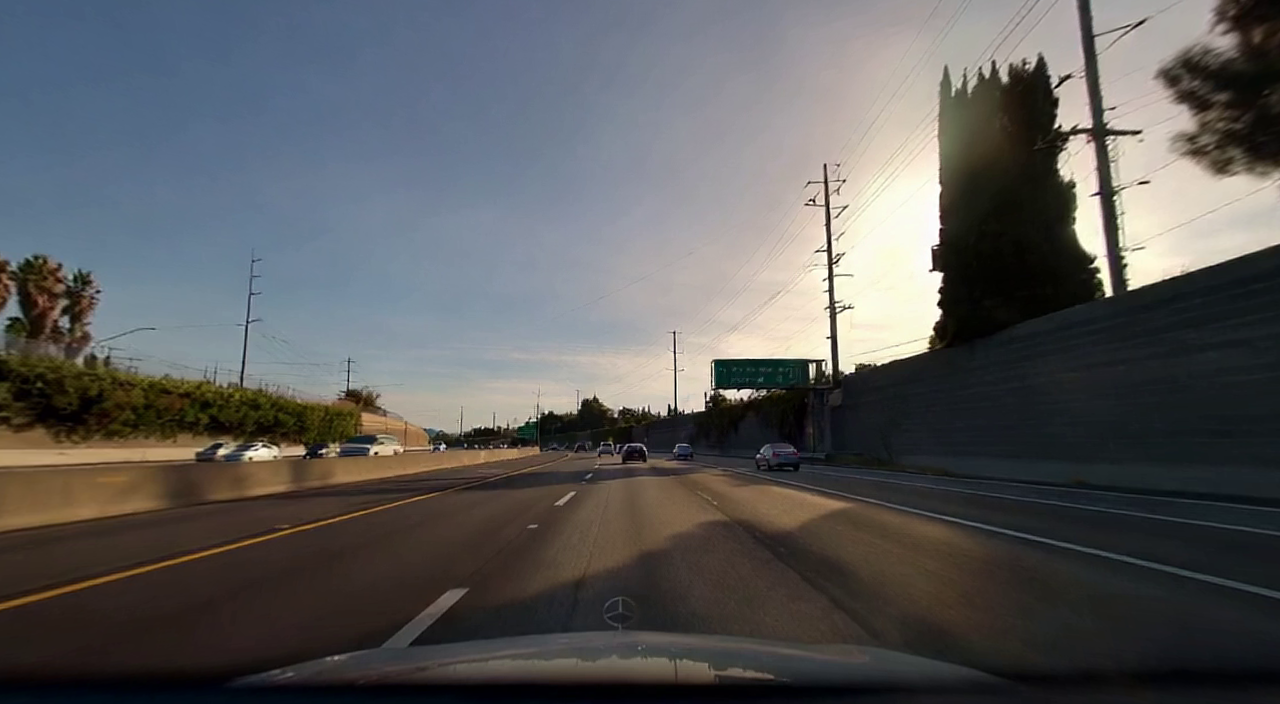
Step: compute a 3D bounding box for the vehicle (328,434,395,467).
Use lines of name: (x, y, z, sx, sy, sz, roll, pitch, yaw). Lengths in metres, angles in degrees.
vehicle: (-17.039, 6.049, 38.990, 2.151, 1.858, 4.785, 0, -8, -3)

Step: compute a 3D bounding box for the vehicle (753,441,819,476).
vehicle: (6.630, 4.868, 29.204, 1.876, 1.451, 4.154, 0, -8, -3)

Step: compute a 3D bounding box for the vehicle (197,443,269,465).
vehicle: (-29.228, 7.321, 45.665, 2.054, 1.504, 4.830, 0, -8, -1)

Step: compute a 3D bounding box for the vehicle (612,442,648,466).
vehicle: (-0.721, 6.518, 40.569, 2.109, 1.489, 4.027, 0, -8, -4)
